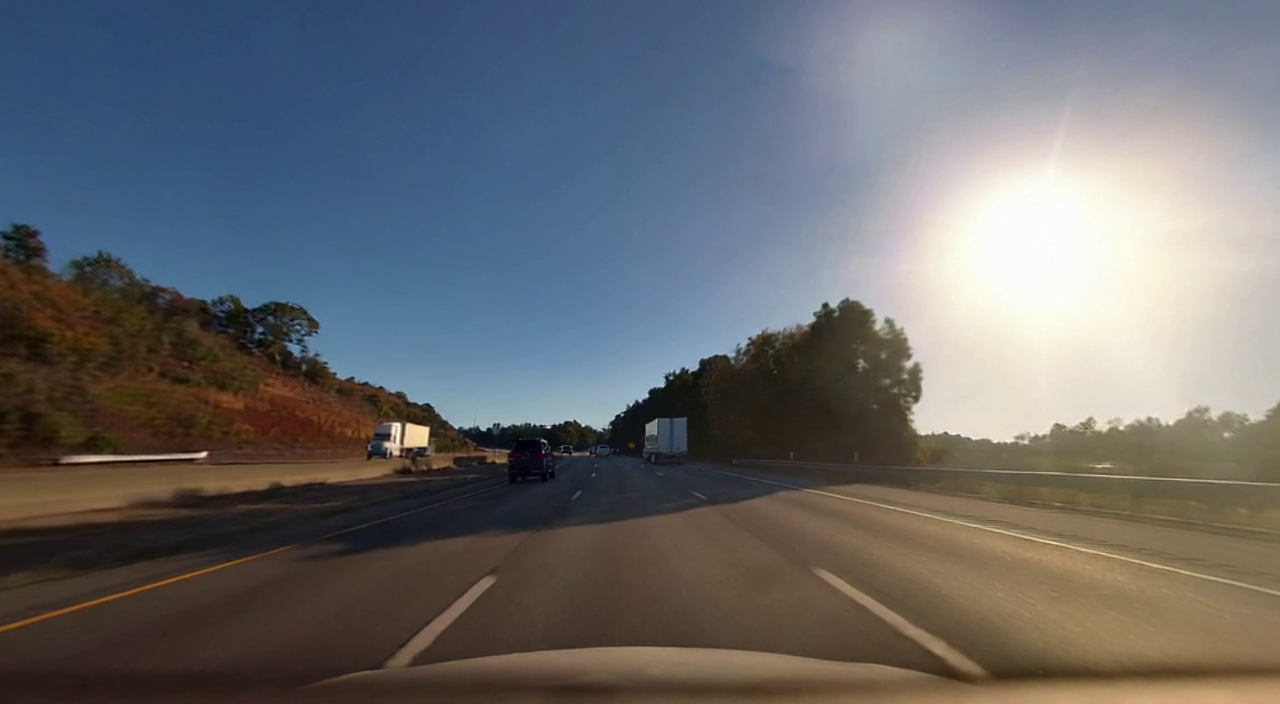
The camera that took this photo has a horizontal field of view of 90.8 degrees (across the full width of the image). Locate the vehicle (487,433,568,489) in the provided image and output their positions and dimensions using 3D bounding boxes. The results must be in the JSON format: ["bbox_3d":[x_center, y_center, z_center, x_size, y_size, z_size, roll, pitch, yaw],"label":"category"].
[{"bbox_3d":[-4.206,4.184,24.479,2.337,1.942,4.984,0,-9,-2],"label":"vehicle"}]
